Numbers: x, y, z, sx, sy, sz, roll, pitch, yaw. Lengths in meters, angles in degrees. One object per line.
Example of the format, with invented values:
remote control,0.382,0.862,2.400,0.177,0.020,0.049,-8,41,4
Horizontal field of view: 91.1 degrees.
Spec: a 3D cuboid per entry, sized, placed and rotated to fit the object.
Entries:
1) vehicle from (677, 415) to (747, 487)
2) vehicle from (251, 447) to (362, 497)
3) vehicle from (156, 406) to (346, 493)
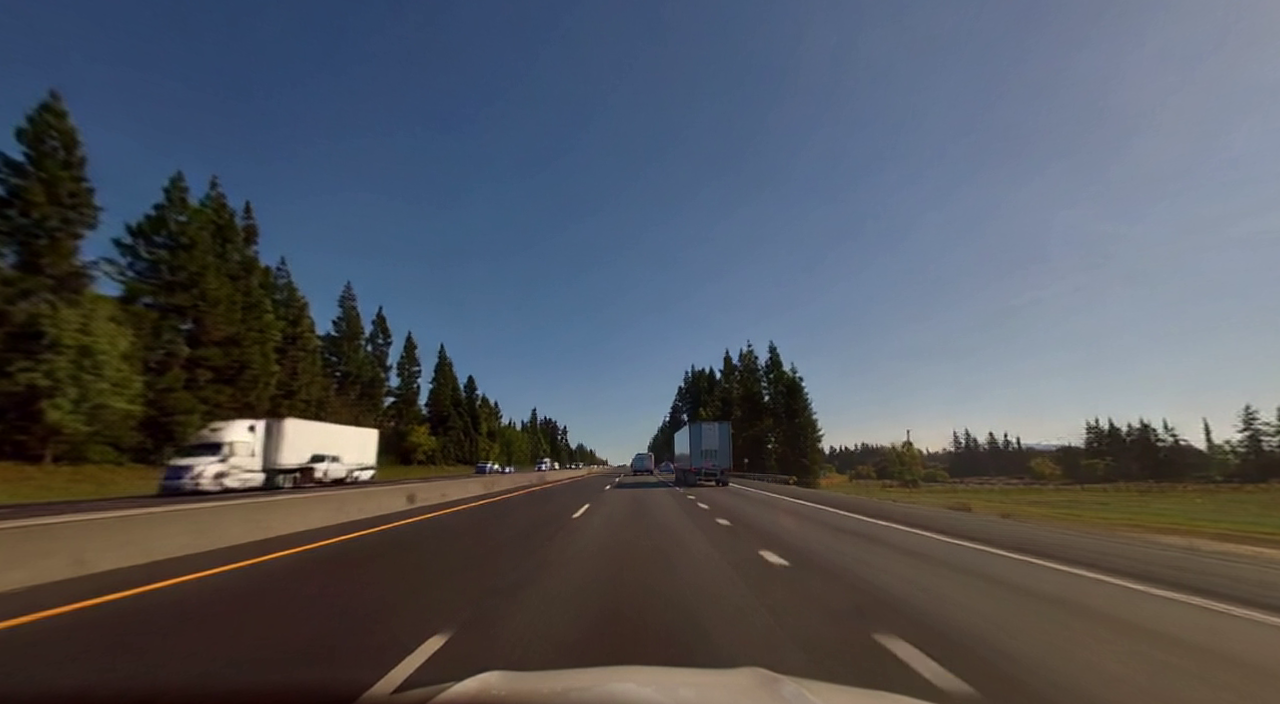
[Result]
vehicle,4.450,6.814,42.338,3.139,3.999,13.840,1,-10,0
vehicle,-14.740,5.344,28.190,2.187,1.978,4.830,0,-10,1
vehicle,-19.288,5.134,32.431,2.956,3.690,10.391,0,-10,1
